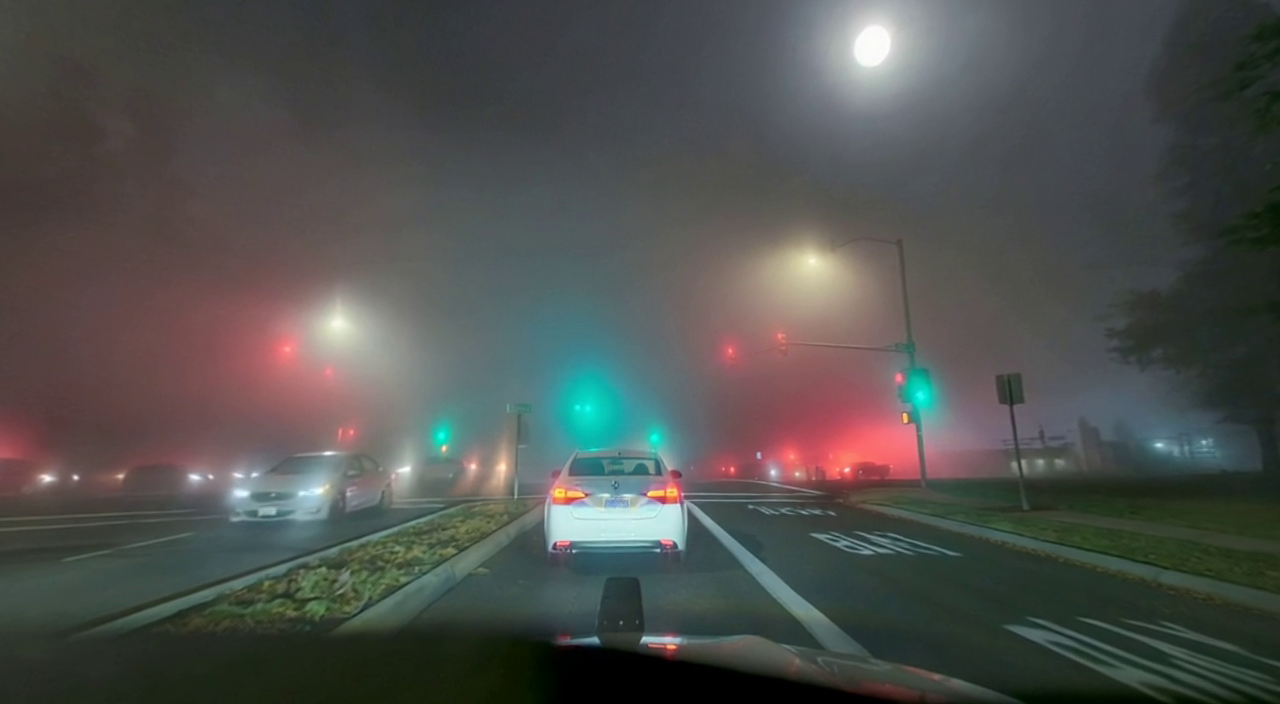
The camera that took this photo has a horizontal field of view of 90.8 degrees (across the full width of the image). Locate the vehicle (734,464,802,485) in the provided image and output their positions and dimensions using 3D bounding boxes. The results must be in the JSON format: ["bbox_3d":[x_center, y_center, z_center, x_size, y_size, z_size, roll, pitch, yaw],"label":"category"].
[{"bbox_3d":[9.045,8.620,44.649,4.254,1.359,1.895,2,-9,-16],"label":"vehicle"}]

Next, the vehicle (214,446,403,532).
[{"bbox_3d":[-6.925,2.846,13.902,2.078,1.534,4.646,1,-9,-7],"label":"vehicle"}]

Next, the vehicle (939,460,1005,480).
[{"bbox_3d":[25.945,9.192,49.365,4.358,1.471,1.875,2,-9,-16],"label":"vehicle"}]

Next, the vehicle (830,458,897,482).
[{"bbox_3d":[16.469,8.704,46.661,4.337,1.637,1.860,2,-9,-16],"label":"vehicle"}]

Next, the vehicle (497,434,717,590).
[{"bbox_3d":[-0.358,1.857,8.267,2.112,1.479,4.264,0,-8,-1],"label":"vehicle"}]

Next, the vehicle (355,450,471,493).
[{"bbox_3d":[-11.730,6.096,32.691,5.500,2.012,2.201,-4,-9,22],"label":"vehicle"}]

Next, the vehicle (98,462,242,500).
[{"bbox_3d":[-20.131,5.539,27.267,4.548,1.449,1.802,2,-9,-13],"label":"vehicle"}]
